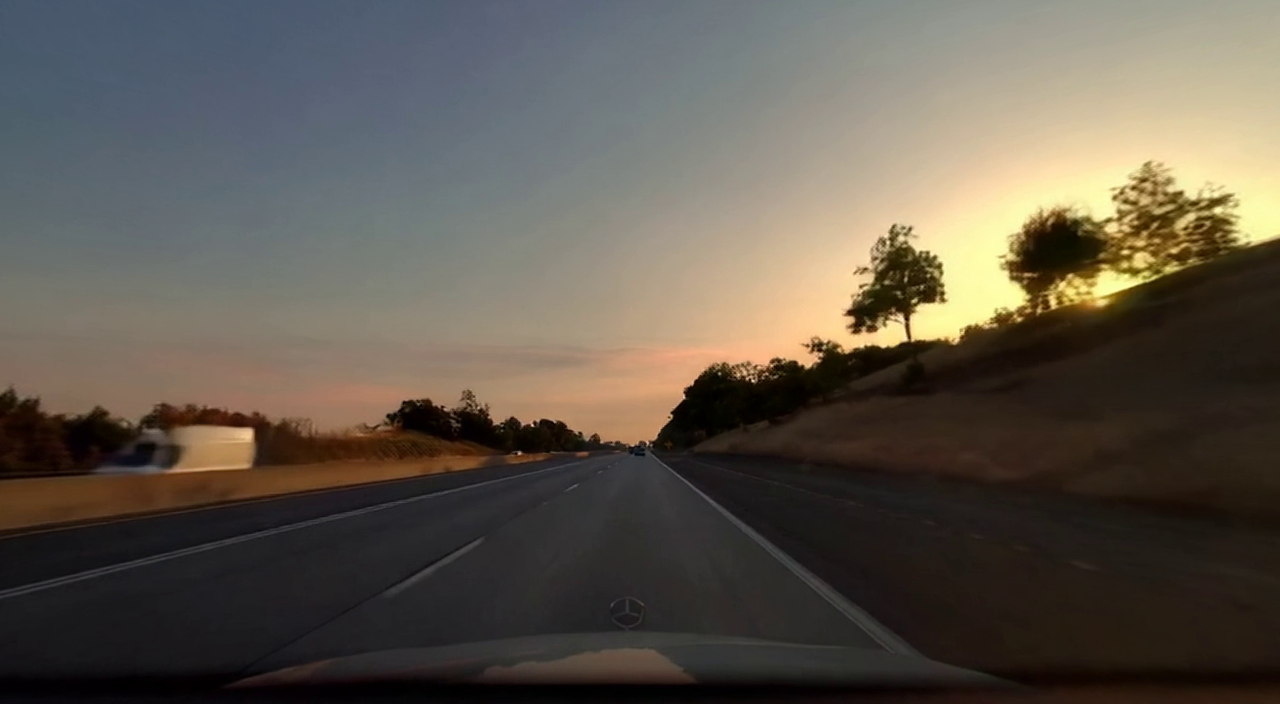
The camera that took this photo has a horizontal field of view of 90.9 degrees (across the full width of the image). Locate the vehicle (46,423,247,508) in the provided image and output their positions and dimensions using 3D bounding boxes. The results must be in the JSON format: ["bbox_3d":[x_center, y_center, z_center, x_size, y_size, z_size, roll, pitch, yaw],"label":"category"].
[{"bbox_3d":[-17.184,3.977,22.549,2.458,2.554,5.777,-2,-9,0],"label":"vehicle"}]
